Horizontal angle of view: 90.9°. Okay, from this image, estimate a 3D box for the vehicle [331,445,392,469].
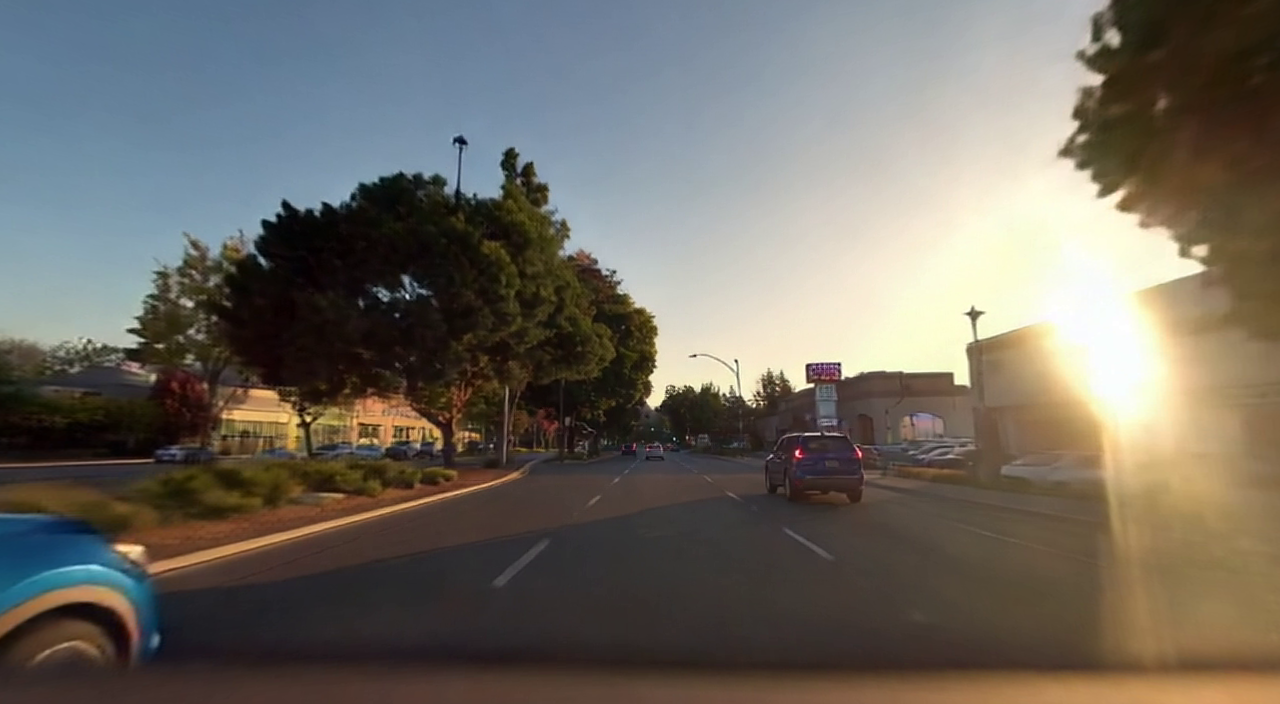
[{"bbox_3d":[-21.168,7.980,48.111,2.242,1.740,4.929,0,-8,2],"label":"vehicle"}]

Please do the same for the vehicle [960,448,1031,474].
[{"bbox_3d":[21.779,6.696,38.822,1.822,1.460,4.409,0,-8,1],"label":"vehicle"}]

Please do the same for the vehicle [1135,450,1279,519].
[{"bbox_3d":[17.772,3.754,18.150,5.012,1.813,2.291,0,-9,0],"label":"vehicle"}]

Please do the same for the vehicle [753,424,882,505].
[{"bbox_3d":[4.324,2.812,16.199,2.024,1.773,4.431,0,-8,0],"label":"vehicle"}]

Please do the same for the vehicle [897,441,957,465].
[{"bbox_3d":[21.032,7.396,46.305,1.959,1.613,4.190,1,-8,-9],"label":"vehicle"}]

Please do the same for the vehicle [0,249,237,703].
[{"bbox_3d":[-3.360,0.426,0.932,2.210,1.925,4.838,0,-8,1],"label":"vehicle"}]
